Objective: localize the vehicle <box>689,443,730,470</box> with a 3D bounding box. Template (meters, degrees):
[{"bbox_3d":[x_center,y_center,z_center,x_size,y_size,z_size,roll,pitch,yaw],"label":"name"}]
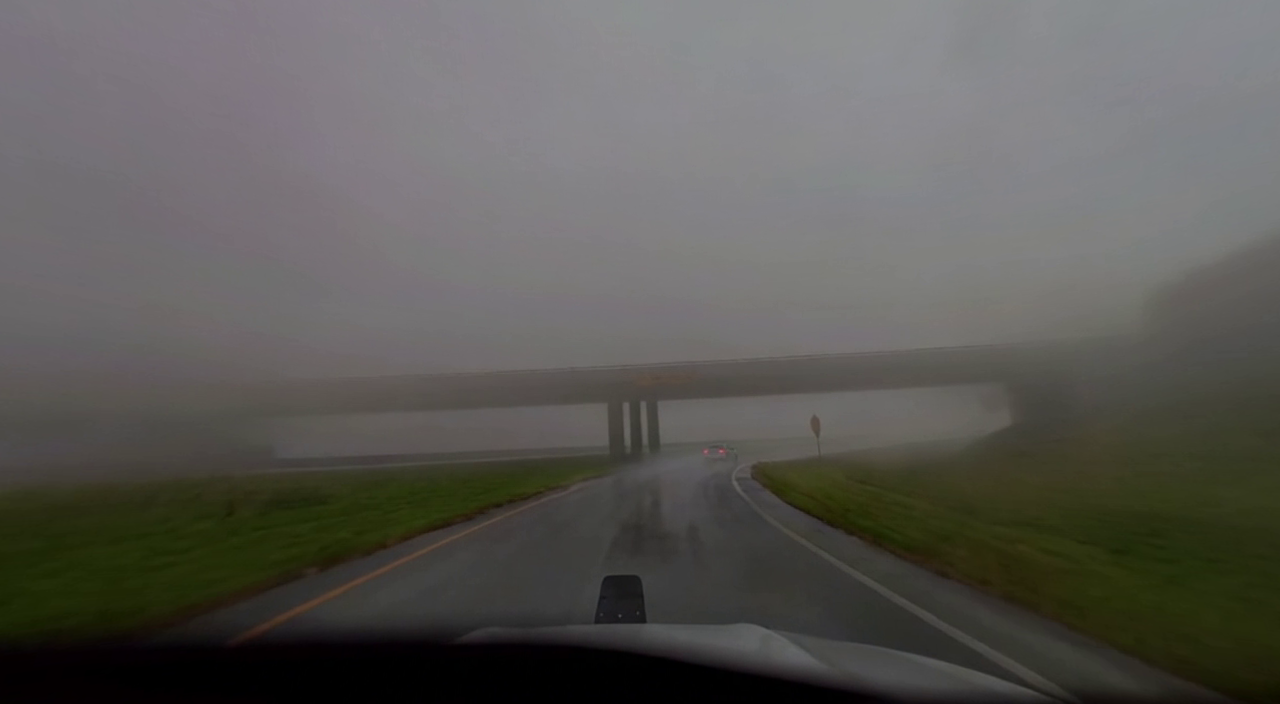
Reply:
[{"bbox_3d":[4.053,6.007,36.230,1.980,1.449,3.650,-2,-9,11],"label":"vehicle"}]
